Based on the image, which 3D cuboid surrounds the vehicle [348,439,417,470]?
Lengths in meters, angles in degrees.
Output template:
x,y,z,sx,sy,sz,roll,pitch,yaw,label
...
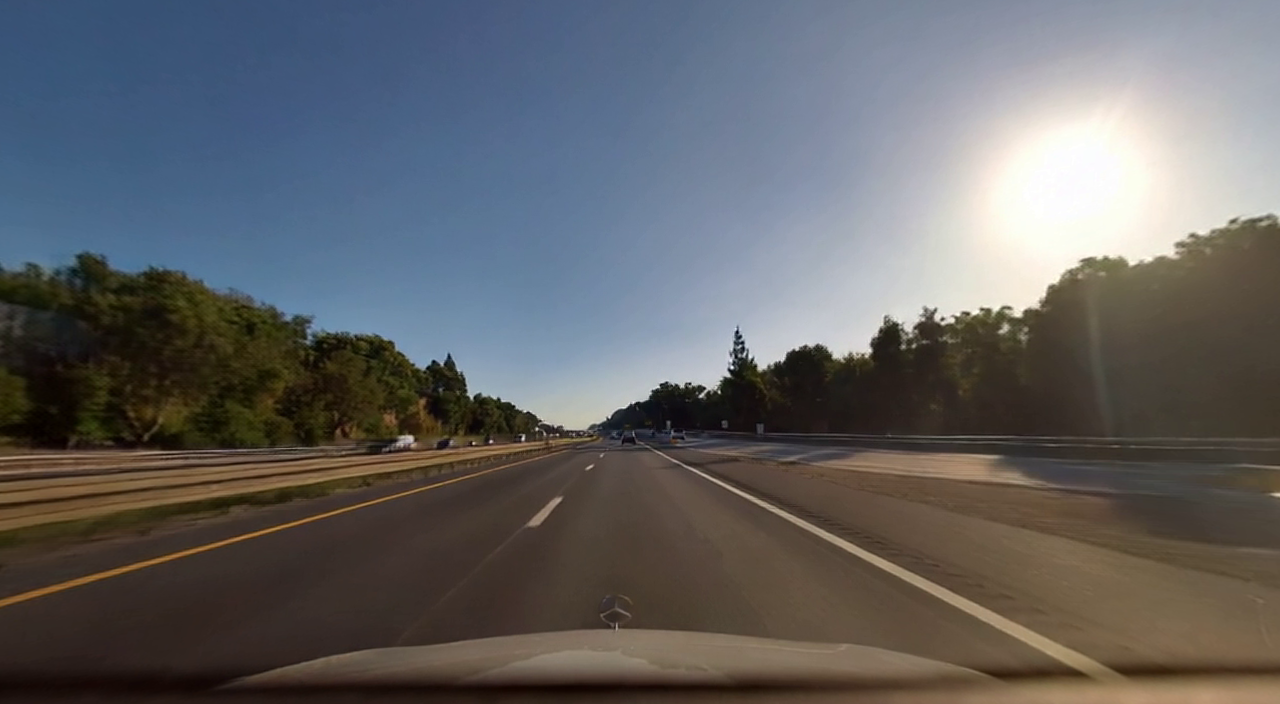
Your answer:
x,y,z,sx,sy,sz,roll,pitch,yaw,label
-13.243,5.260,32.661,1.873,1.455,4.199,0,-8,-1,vehicle
